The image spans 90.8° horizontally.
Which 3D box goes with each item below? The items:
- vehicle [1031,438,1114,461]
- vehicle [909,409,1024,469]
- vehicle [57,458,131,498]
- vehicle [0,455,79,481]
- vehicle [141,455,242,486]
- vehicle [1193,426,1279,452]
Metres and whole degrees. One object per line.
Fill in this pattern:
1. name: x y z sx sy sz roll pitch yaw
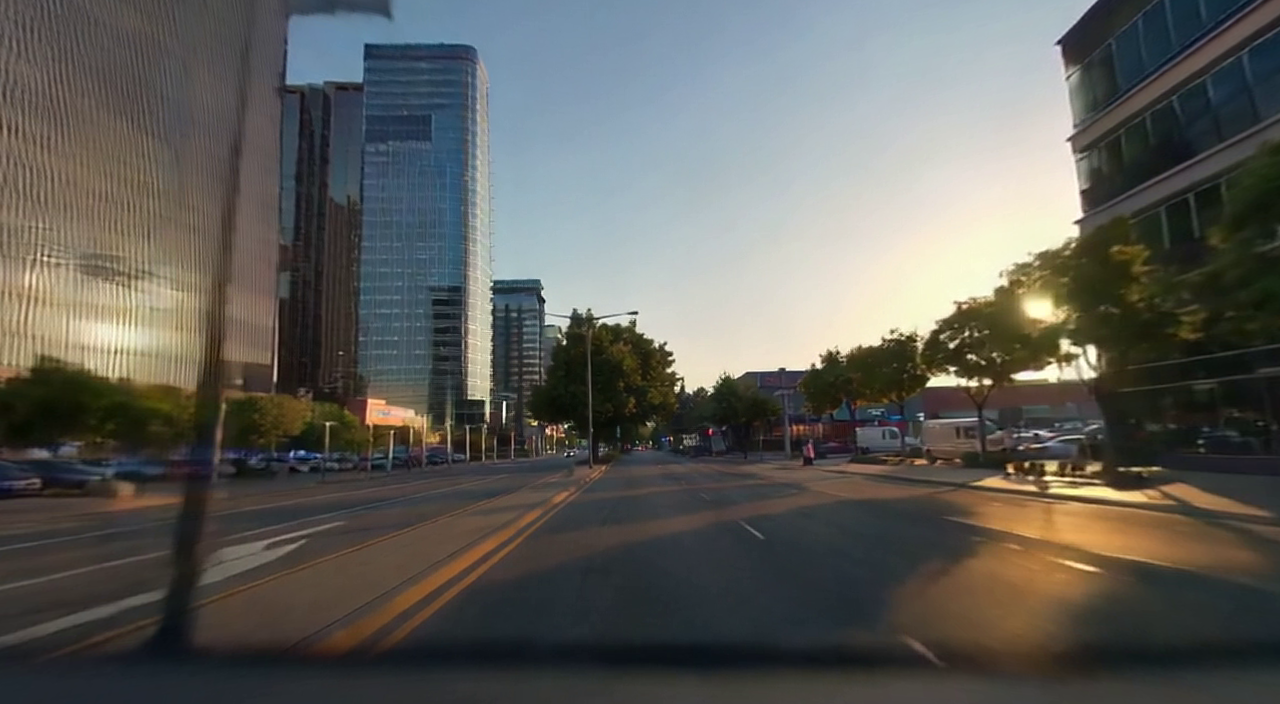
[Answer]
1. vehicle: 31.598 7.144 46.250 4.505 1.450 2.051 -3 -10 -1
2. vehicle: 19.304 5.397 38.151 2.630 3.176 8.459 -1 -10 2
3. vehicle: -26.811 6.152 31.188 1.969 1.682 4.542 5 -10 -31
4. vehicle: -41.926 8.003 43.955 1.824 1.570 4.239 2 -8 0
5. vehicle: -27.869 7.325 39.415 4.879 1.724 2.086 6 -10 -34
6. vehicle: 41.276 5.999 43.341 4.658 1.705 2.148 0 -9 -2
